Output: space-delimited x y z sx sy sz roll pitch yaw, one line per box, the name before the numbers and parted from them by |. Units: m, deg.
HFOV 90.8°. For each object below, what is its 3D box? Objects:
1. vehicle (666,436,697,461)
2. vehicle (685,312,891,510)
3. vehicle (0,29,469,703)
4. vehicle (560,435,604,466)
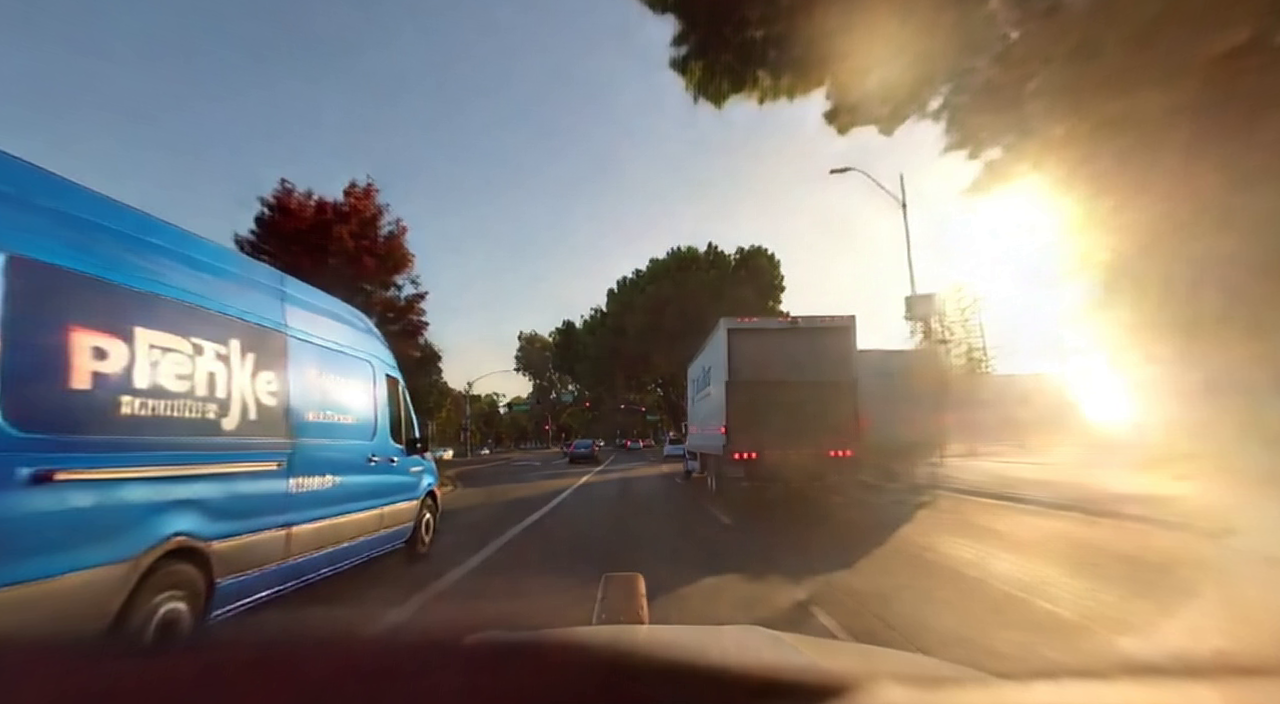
vehicle | 2.831 6.729 43.894 1.869 1.616 4.346 0 -9 0
vehicle | 2.960 1.757 16.215 2.861 3.525 9.858 0 -9 0
vehicle | -3.464 0.622 4.684 2.443 2.784 6.493 0 -9 1
vehicle | -3.618 6.277 40.321 2.356 1.766 5.674 0 -9 -1
